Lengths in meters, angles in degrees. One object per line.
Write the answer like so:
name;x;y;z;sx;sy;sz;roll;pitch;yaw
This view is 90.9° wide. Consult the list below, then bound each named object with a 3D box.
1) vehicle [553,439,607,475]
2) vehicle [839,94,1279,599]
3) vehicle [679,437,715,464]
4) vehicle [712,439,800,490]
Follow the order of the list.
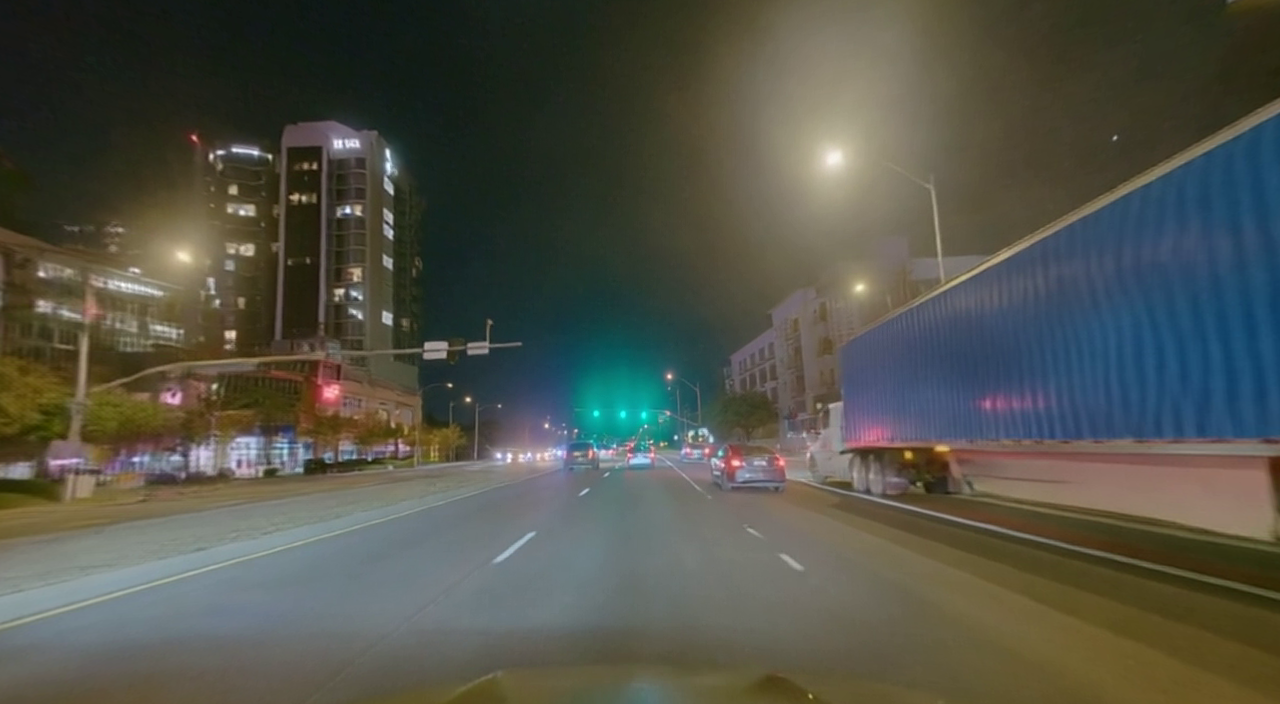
vehicle;-2.685;4.817;29.264;2.003;1.509;4.396;0;-8;1
vehicle;7.184;0.421;8.596;3.383;4.268;17.469;0;-8;0
vehicle;3.759;6.600;42.243;2.050;1.683;3.990;0;-8;0
vehicle;3.595;3.548;20.333;1.972;1.452;4.189;0;-8;-1
